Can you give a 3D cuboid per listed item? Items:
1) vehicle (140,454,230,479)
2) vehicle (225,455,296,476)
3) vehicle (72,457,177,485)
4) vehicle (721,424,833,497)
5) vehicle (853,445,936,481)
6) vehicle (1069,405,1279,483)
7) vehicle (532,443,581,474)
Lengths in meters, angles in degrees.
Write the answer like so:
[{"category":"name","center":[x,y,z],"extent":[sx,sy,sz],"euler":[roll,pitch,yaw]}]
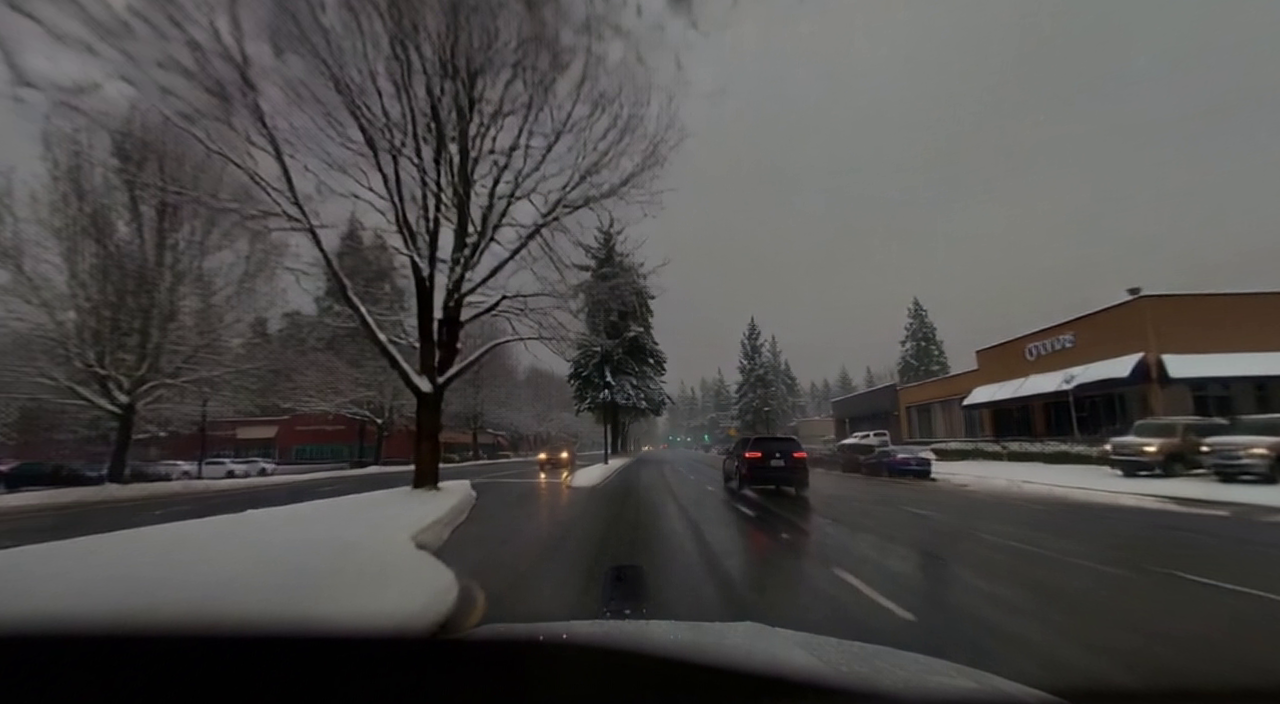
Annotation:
[{"category":"vehicle","center":[-29.739,7.470,41.271],"extent":[4.306,1.459,2.001],"euler":[-1,-8,0]},{"category":"vehicle","center":[-29.607,8.849,49.253],"extent":[4.225,1.389,2.034],"euler":[-2,-7,2]},{"category":"vehicle","center":[-29.188,6.733,35.762],"extent":[4.246,1.457,1.889],"euler":[0,-8,1]},{"category":"vehicle","center":[3.778,3.107,18.348],"extent":[2.183,1.845,4.482],"euler":[0,-8,-1]},{"category":"vehicle","center":[10.962,4.781,27.466],"extent":[1.847,1.445,4.281],"euler":[0,-8,0]},{"category":"vehicle","center":[15.423,2.627,18.081],"extent":[2.139,1.881,5.511],"euler":[0,-8,-2]},{"category":"vehicle","center":[-4.254,5.480,32.796],"extent":[2.031,1.478,4.434],"euler":[0,-8,-1]}]
